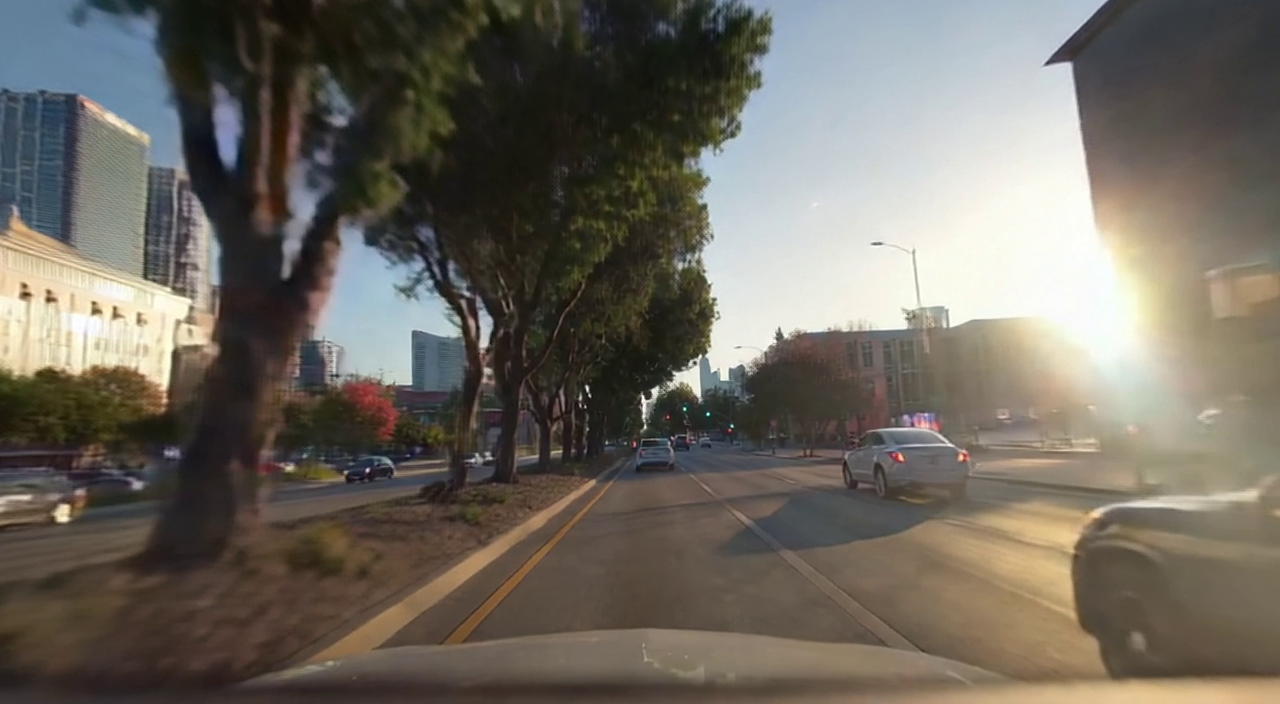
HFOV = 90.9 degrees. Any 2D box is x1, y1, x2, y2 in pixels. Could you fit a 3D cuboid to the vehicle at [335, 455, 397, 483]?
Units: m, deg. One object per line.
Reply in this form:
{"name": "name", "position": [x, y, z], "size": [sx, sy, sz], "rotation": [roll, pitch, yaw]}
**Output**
{"name": "vehicle", "position": [-18.068, 7.721, 41.845], "size": [1.947, 1.609, 4.589], "rotation": [0, -8, 1]}

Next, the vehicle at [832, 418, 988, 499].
{"name": "vehicle", "position": [6.794, 2.740, 16.571], "size": [1.963, 1.783, 4.722], "rotation": [0, -8, 0]}

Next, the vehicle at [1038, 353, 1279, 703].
{"name": "vehicle", "position": [3.196, 0.642, 1.086], "size": [1.931, 1.591, 4.708], "rotation": [0, -8, 0]}

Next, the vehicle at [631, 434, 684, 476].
{"name": "vehicle", "position": [0.720, 4.447, 27.468], "size": [2.125, 1.669, 3.880], "rotation": [0, -8, 0]}
